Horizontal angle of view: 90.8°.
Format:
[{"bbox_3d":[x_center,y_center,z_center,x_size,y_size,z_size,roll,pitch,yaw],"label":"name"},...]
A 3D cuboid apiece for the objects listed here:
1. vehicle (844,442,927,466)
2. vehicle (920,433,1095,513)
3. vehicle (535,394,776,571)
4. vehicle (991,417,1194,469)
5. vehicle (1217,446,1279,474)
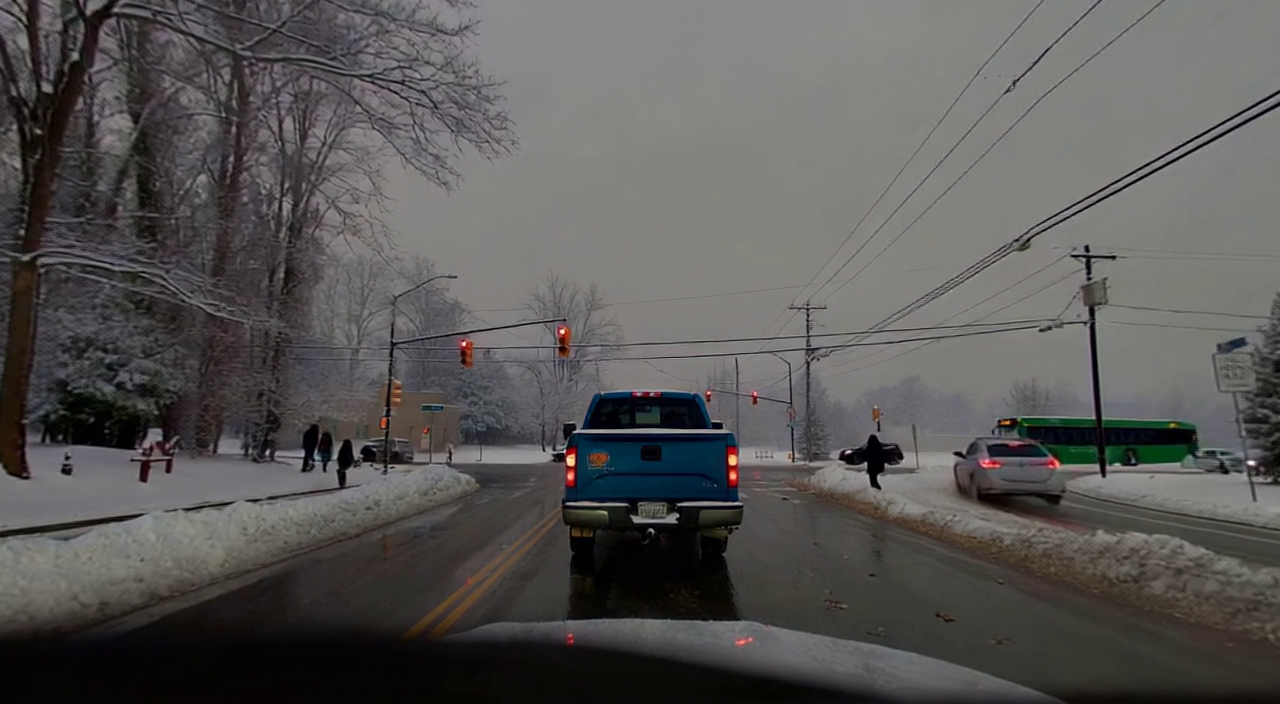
[{"bbox_3d":[15.944,6.642,41.240,4.578,1.490,1.935,-1,-8,3],"label":"vehicle"},{"bbox_3d":[8.027,2.650,14.381,2.060,1.496,4.520,-2,-9,12],"label":"vehicle"},{"bbox_3d":[0.129,1.875,9.957,2.707,1.964,5.485,0,-8,-1],"label":"vehicle"},{"bbox_3d":[29.258,5.959,41.269,10.726,3.128,3.003,-1,-8,1],"label":"vehicle"},{"bbox_3d":[41.373,7.022,41.257,5.426,1.728,1.999,0,-8,-2],"label":"vehicle"}]
